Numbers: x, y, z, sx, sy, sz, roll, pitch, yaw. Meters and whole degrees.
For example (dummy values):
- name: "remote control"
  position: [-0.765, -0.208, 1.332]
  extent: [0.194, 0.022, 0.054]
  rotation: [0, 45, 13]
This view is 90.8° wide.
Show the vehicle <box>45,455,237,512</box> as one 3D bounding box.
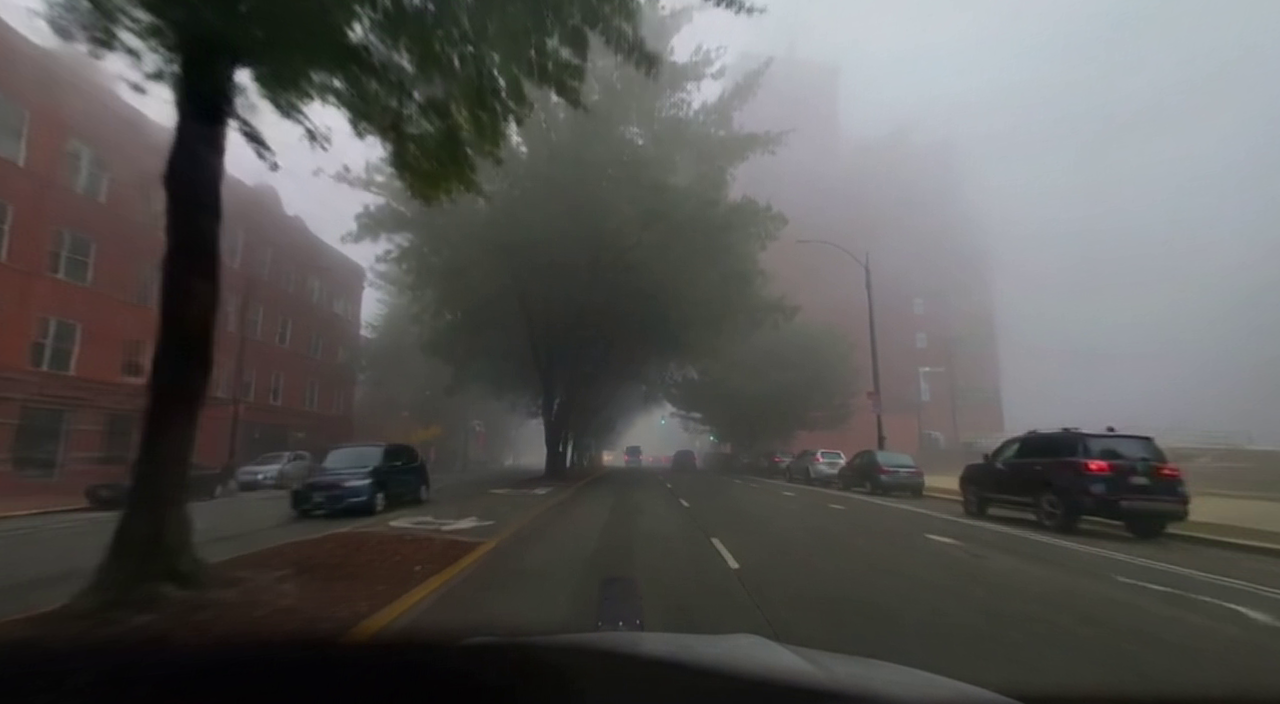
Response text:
- name: "vehicle"
  position: [-14.929, 3.909, 19.354]
  extent: [1.953, 1.456, 4.690]
  rotation: [0, -9, 2]

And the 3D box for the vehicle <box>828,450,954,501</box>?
- name: "vehicle"
  position: [7.965, 3.944, 20.690]
  extent: [2.030, 1.444, 4.832]
  rotation: [0, -9, -2]

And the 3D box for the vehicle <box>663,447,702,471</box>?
- name: "vehicle"
  position: [2.796, 7.154, 42.616]
  extent: [2.238, 1.499, 4.964]
  rotation: [0, -8, -1]

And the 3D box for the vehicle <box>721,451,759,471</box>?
- name: "vehicle"
  position: [7.828, 8.572, 49.942]
  extent: [2.054, 1.455, 4.786]
  rotation: [0, -9, -2]

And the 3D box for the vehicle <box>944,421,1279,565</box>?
- name: "vehicle"
  position: [7.971, 2.365, 11.437]
  extent: [2.305, 1.984, 5.002]
  rotation: [0, -9, -1]

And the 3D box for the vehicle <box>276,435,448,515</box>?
- name: "vehicle"
  position: [-6.331, 2.834, 15.103]
  extent: [2.048, 1.615, 4.453]
  rotation: [0, -8, 0]
